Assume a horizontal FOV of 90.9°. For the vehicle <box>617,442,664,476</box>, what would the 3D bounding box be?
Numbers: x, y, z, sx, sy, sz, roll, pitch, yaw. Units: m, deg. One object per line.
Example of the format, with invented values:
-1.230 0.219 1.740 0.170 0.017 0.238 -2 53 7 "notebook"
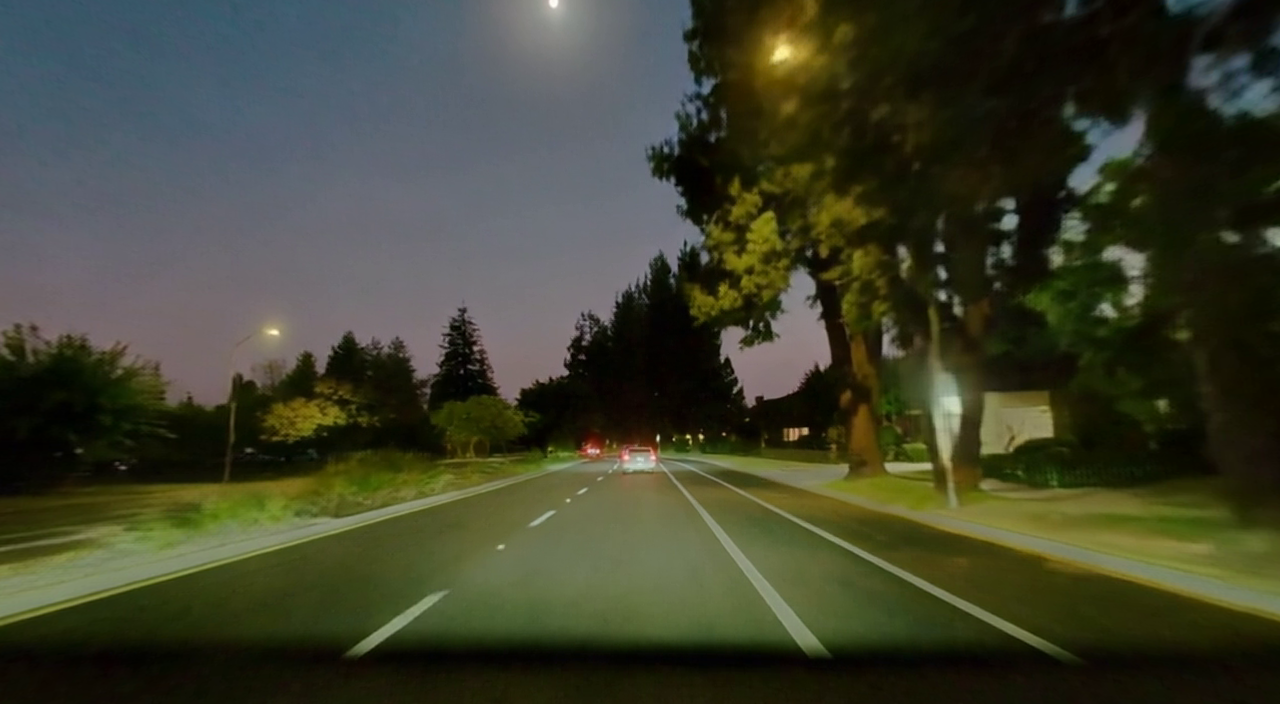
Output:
0.015 4.931 29.212 2.009 1.456 4.003 0 -8 0 "vehicle"
